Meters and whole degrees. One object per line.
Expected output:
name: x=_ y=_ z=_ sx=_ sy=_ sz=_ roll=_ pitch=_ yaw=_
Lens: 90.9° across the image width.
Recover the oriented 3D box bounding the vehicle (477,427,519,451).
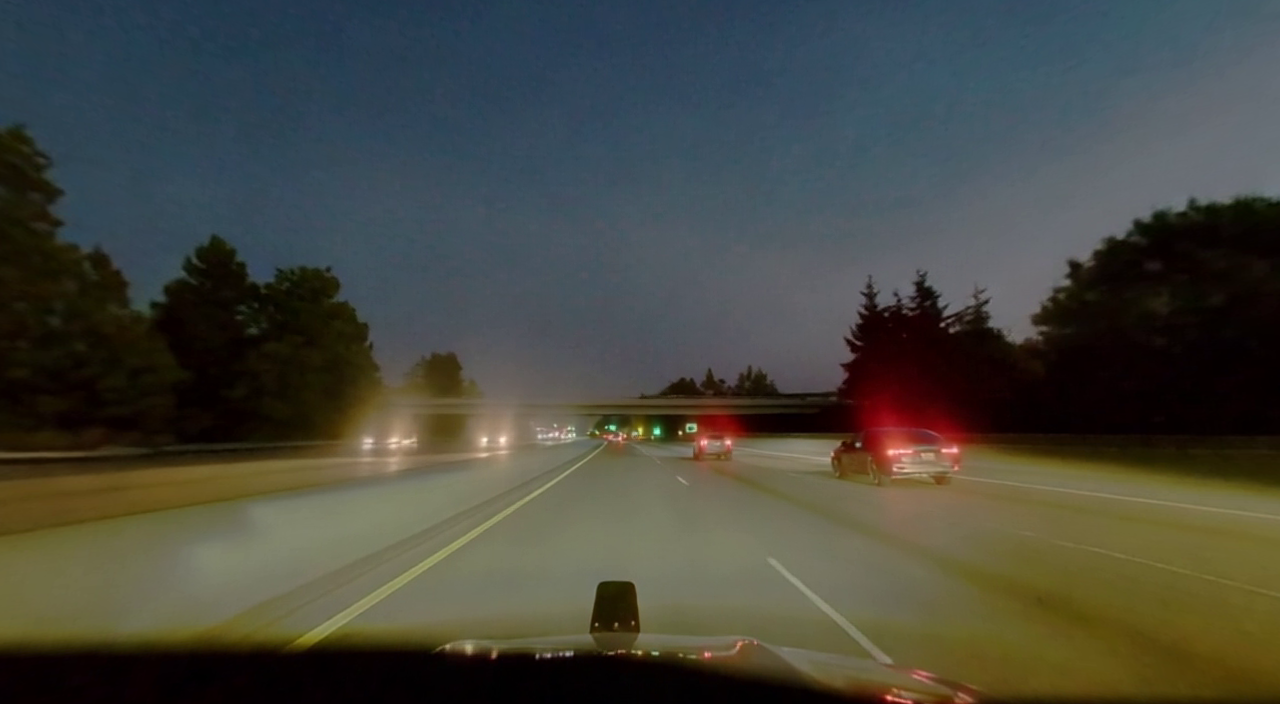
vehicle: x=-9.587 y=5.918 z=42.986 sx=1.961 sy=1.545 sz=4.290 roll=0 pitch=-8 yaw=-2

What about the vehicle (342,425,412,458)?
vehicle: x=-13.732 y=4.685 z=33.214 sx=1.926 sy=1.616 sz=4.230 roll=0 pitch=-8 yaw=-1

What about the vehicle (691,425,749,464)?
vehicle: x=3.506 y=4.127 z=28.330 sx=1.938 sy=1.578 sz=3.764 roll=0 pitch=-8 yaw=-3
